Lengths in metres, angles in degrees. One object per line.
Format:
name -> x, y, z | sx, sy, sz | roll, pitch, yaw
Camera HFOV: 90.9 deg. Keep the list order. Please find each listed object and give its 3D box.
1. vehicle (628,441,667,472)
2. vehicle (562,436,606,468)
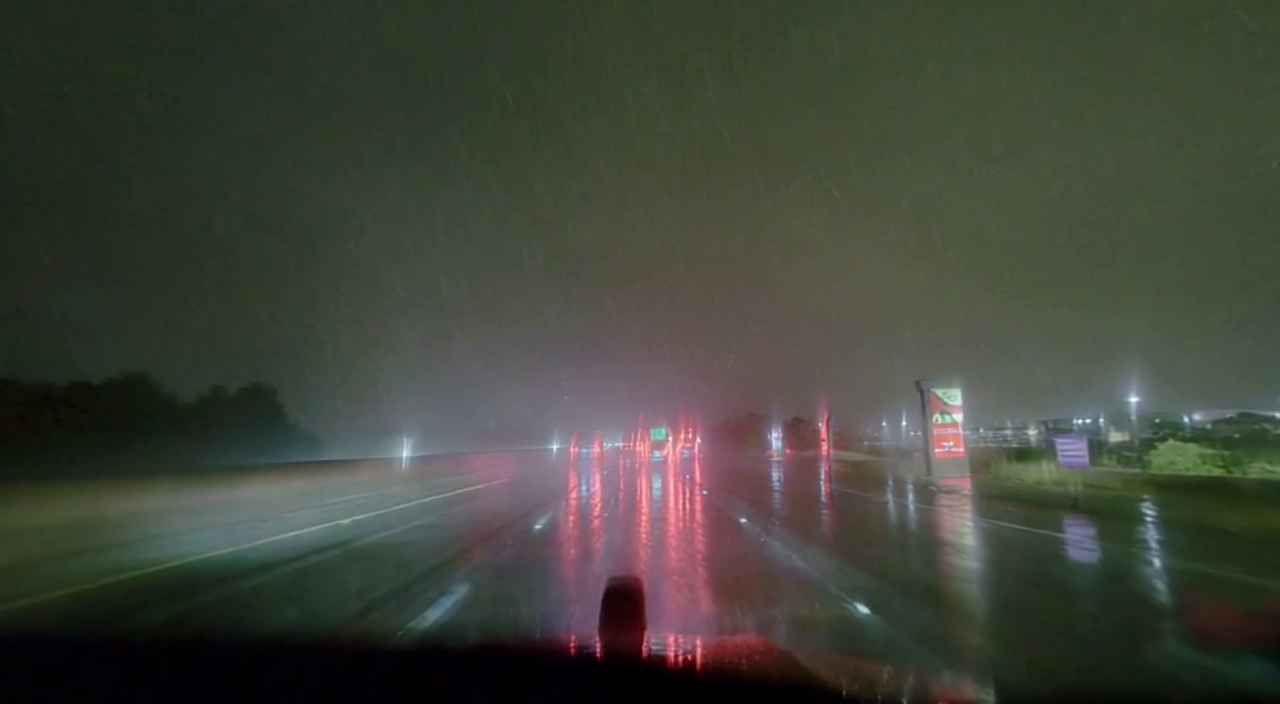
vehicle -> 0.387, 5.662, 34.444 | 2.000, 1.558, 3.945 | 0, -8, 0
vehicle -> -3.691, 6.707, 42.553 | 2.403, 1.946, 5.623 | -1, -8, 1
